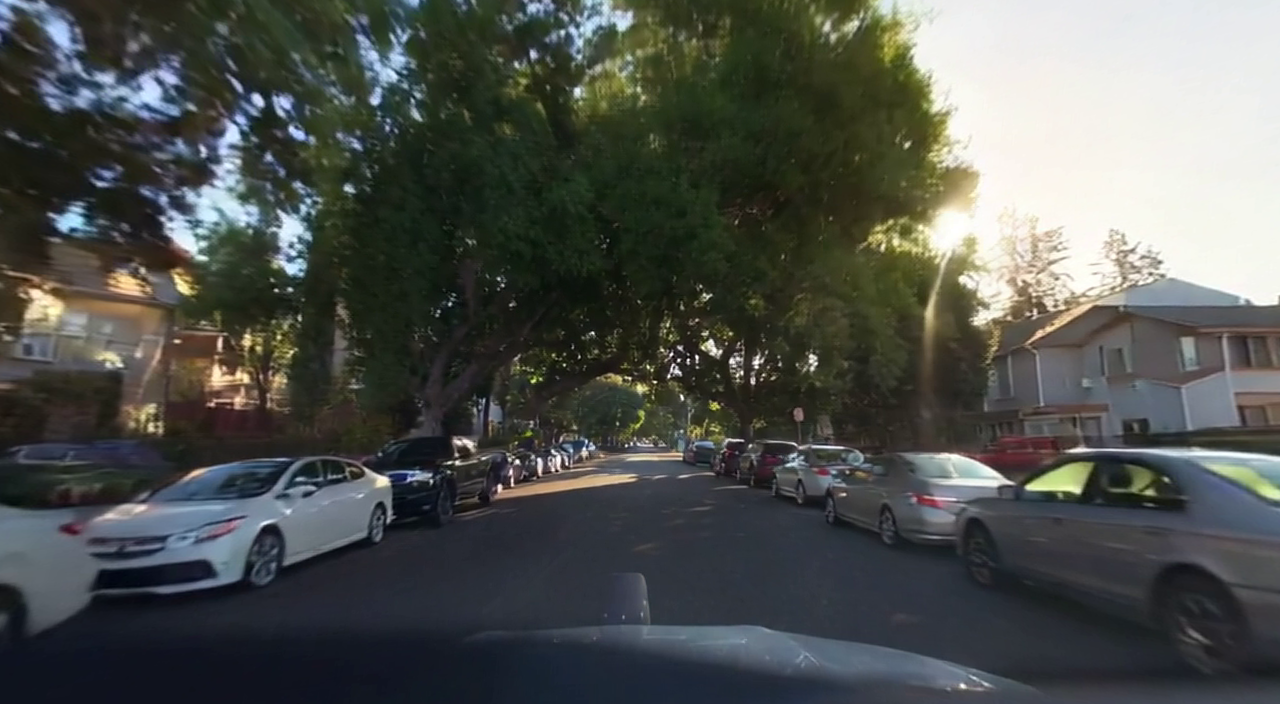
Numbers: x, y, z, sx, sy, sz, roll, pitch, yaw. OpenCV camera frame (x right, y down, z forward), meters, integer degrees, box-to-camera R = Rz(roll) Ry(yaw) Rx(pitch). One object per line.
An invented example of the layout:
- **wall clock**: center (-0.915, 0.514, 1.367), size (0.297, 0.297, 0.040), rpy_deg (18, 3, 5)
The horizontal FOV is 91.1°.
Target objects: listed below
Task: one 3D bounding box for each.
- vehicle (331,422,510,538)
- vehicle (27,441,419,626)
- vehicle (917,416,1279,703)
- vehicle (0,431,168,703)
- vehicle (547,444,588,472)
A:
- **vehicle**: center (-4.655, 2.727, 14.393), size (2.239, 1.970, 5.558), rpy_deg (-4, -7, -2)
- **vehicle**: center (-4.490, 1.925, 7.870), size (1.920, 1.501, 4.552), rpy_deg (-2, -8, -2)
- **vehicle**: center (4.022, 1.327, 4.722), size (1.862, 1.525, 4.421), rpy_deg (0, -8, 0)
- **vehicle**: center (-4.549, 1.118, 2.674), size (1.870, 1.562, 4.212), rpy_deg (0, -8, -2)
- **vehicle**: center (-4.379, 6.457, 38.505), size (2.013, 1.645, 4.318), rpy_deg (0, -8, 0)
